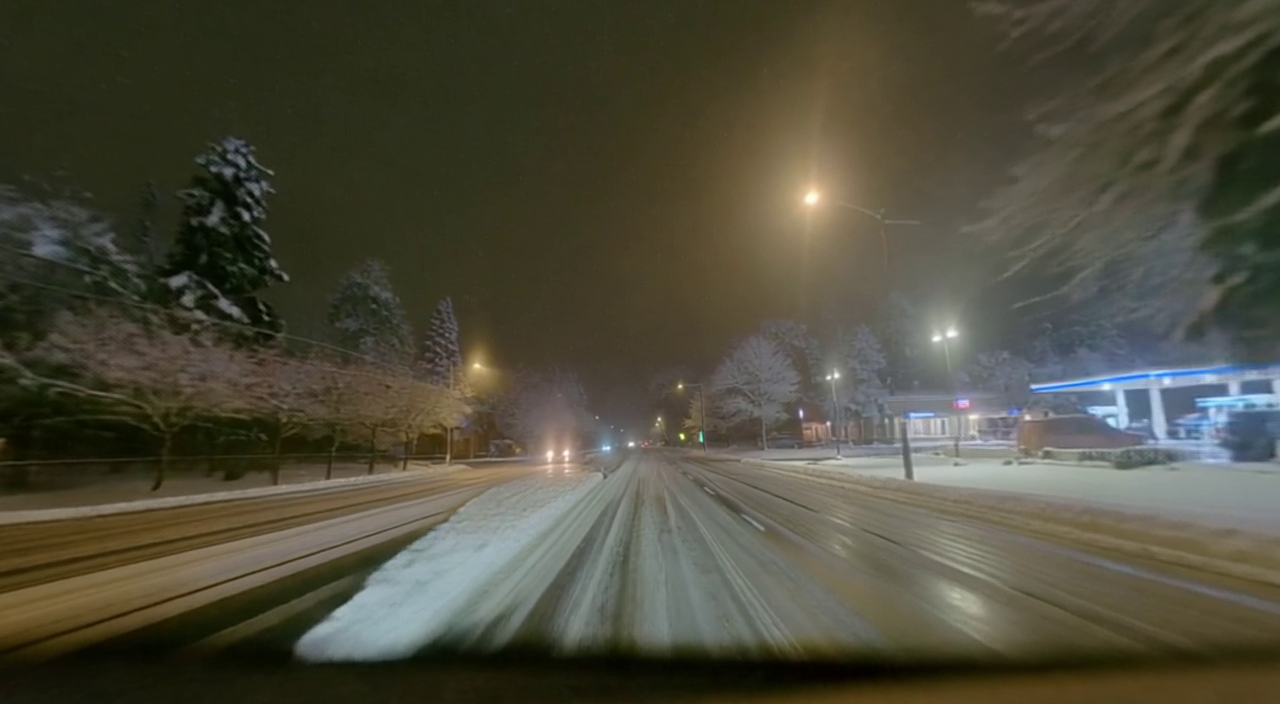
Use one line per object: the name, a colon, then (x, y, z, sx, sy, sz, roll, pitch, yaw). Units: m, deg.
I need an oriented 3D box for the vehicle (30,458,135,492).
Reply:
vehicle: (-26.845, 5.908, 30.585, 1.768, 1.465, 3.569, 0, -8, 1)

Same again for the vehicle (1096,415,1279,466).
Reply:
vehicle: (16.854, 2.714, 19.308, 4.352, 1.466, 1.943, 0, -8, -3)

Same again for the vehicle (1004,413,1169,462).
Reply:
vehicle: (16.731, 3.223, 23.864, 4.594, 1.751, 2.071, 0, -8, -1)
